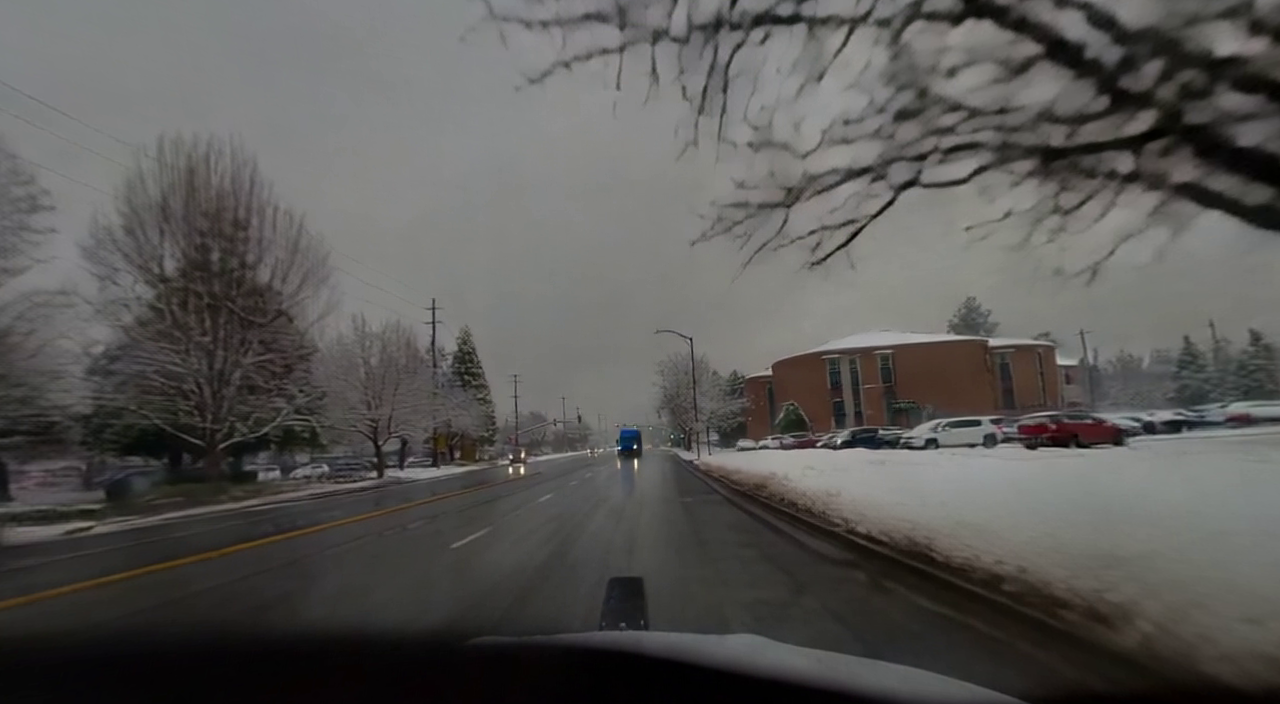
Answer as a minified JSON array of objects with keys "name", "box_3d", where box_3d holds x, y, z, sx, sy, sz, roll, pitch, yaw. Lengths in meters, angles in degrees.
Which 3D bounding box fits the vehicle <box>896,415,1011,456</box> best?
[{"name":"vehicle","box_3d":[16.688,4.469,33.730,5.051,2.038,2.142,0,-9,-9]}]

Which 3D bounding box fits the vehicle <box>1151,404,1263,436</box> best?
[{"name":"vehicle","box_3d":[29.131,3.507,32.402,4.332,1.530,2.019,1,-9,-13]}]

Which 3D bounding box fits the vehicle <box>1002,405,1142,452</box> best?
[{"name":"vehicle","box_3d":[17.605,3.156,25.736,4.653,1.782,2.042,2,-9,-16]}]

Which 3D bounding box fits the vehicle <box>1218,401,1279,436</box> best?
[{"name":"vehicle","box_3d":[30.049,3.071,29.733,4.128,1.472,1.897,-1,-9,-14]}]
